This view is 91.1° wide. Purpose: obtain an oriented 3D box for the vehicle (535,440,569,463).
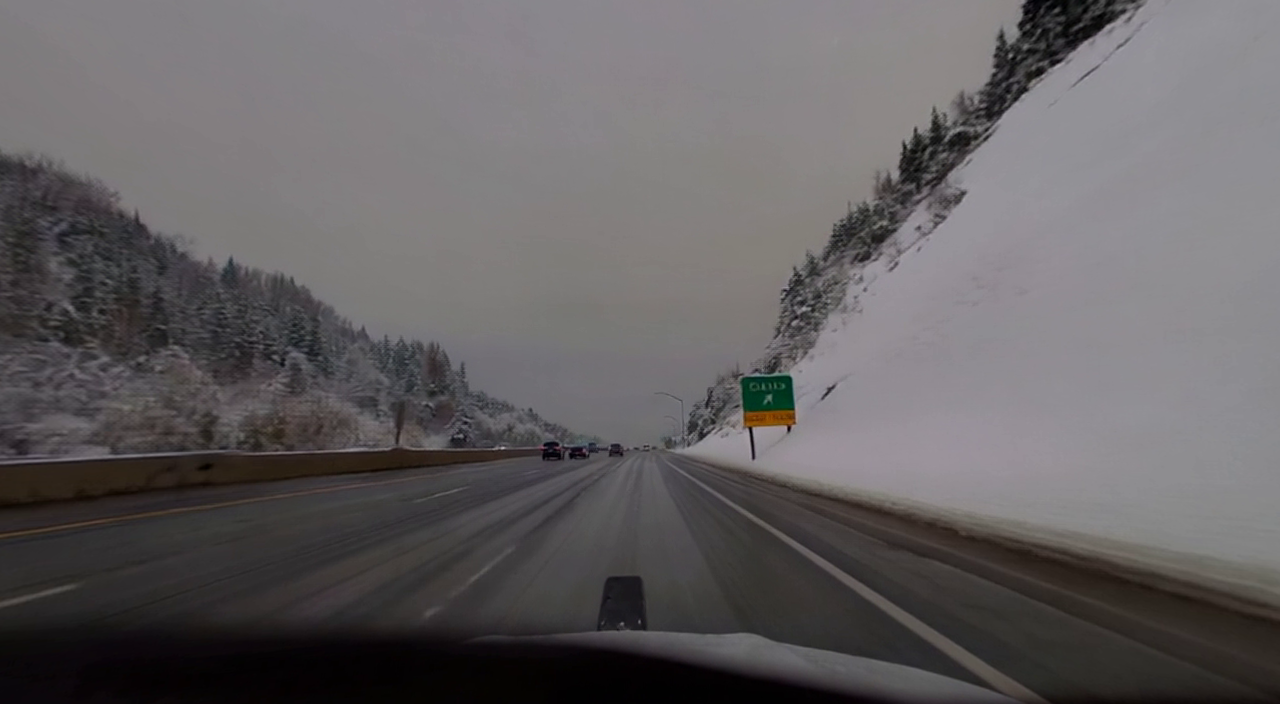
[{"bbox_3d":[-6.712,7.666,48.423,1.972,1.660,4.254,0,-9,1],"label":"vehicle"}]
